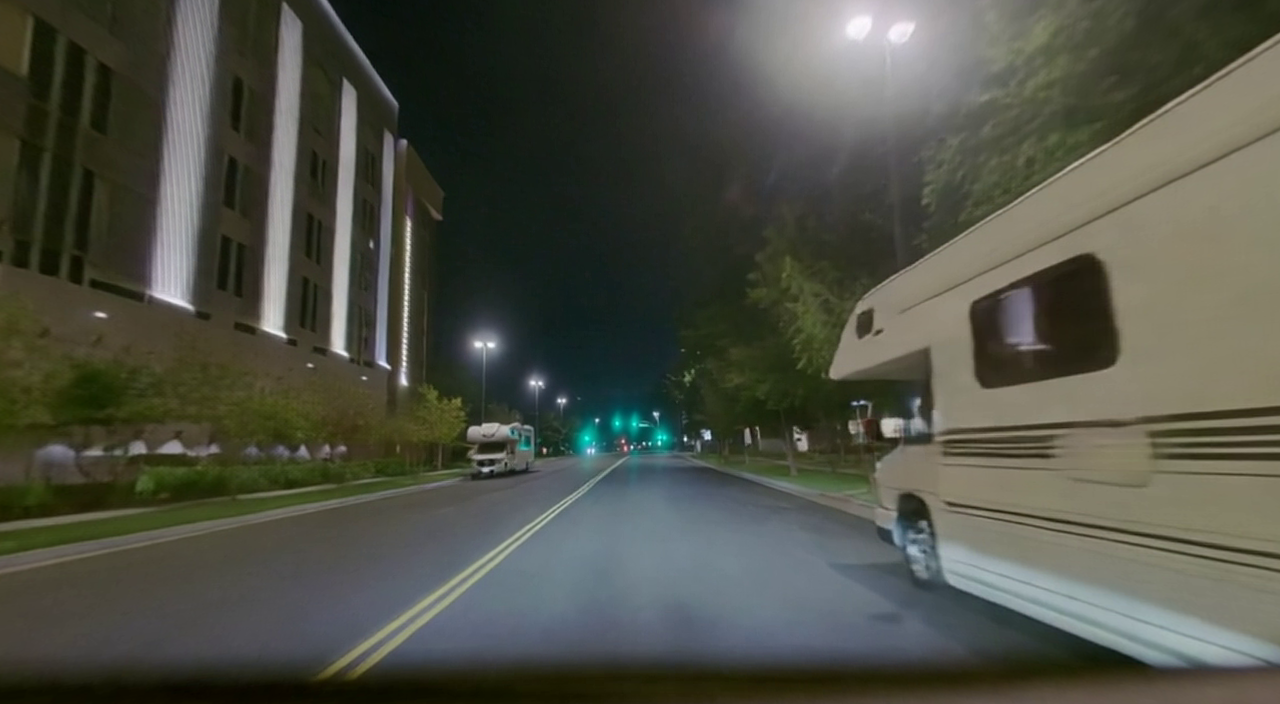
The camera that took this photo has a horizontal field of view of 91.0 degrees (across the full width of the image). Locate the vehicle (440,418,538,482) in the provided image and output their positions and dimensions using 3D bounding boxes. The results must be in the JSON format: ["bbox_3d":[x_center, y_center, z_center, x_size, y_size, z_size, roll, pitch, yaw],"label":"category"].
[{"bbox_3d":[-7.251,4.810,31.597,3.108,2.771,7.999,0,-8,-1],"label":"vehicle"}]

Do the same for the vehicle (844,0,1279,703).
[{"bbox_3d":[3.746,0.082,1.932,3.074,3.099,8.805,1,-8,-2],"label":"vehicle"}]
